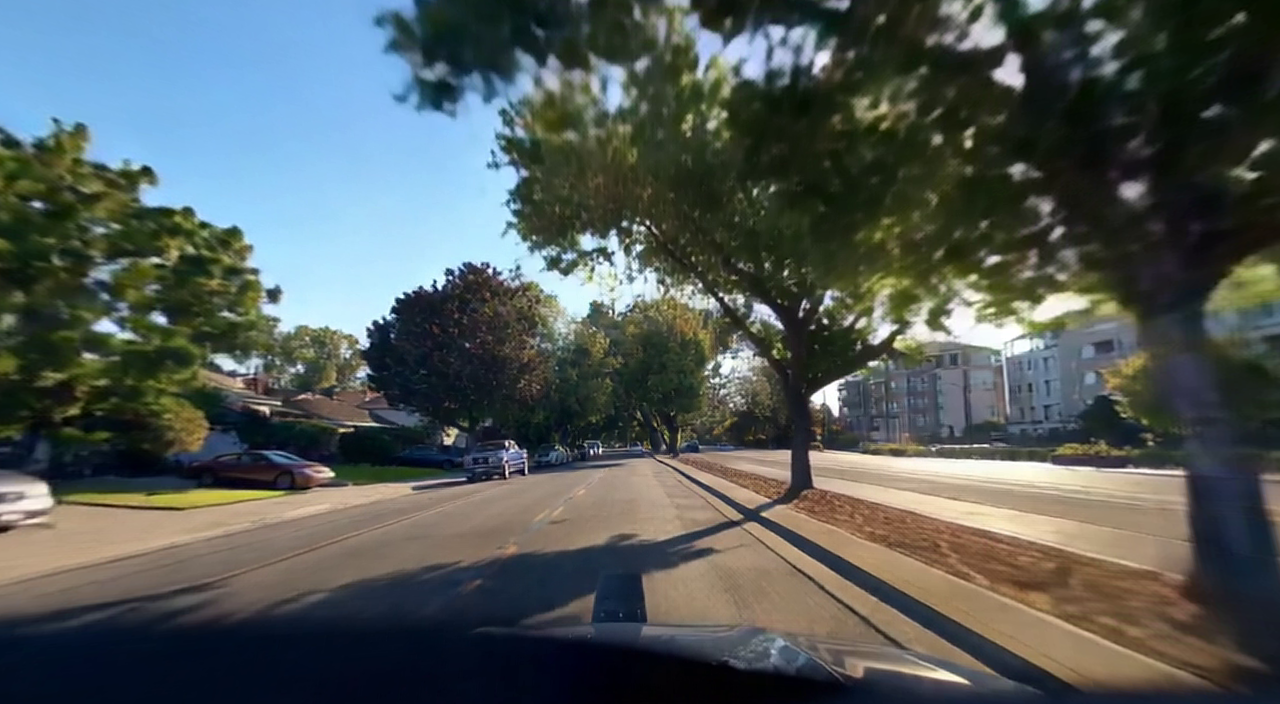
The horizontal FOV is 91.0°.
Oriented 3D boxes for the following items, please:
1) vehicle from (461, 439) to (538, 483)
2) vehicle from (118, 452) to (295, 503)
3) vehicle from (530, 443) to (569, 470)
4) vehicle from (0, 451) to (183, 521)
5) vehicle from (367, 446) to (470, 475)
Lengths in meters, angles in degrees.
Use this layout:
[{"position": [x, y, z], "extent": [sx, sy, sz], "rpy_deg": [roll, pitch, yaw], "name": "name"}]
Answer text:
[{"position": [-6.566, 5.149, 30.226], "extent": [2.350, 1.892, 5.542], "rpy_deg": [1, -8, 0], "name": "vehicle"}, {"position": [-13.644, 3.950, 20.024], "extent": [4.116, 1.393, 2.016], "rpy_deg": [2, -9, 2], "name": "vehicle"}, {"position": [-6.620, 7.701, 46.574], "extent": [2.020, 1.842, 5.116], "rpy_deg": [1, -8, 0], "name": "vehicle"}, {"position": [-14.000, 3.135, 15.002], "extent": [4.617, 1.488, 1.988], "rpy_deg": [0, -8, 1], "name": "vehicle"}, {"position": [-14.072, 6.915, 40.251], "extent": [5.742, 1.668, 2.296], "rpy_deg": [1, -8, -2], "name": "vehicle"}]
